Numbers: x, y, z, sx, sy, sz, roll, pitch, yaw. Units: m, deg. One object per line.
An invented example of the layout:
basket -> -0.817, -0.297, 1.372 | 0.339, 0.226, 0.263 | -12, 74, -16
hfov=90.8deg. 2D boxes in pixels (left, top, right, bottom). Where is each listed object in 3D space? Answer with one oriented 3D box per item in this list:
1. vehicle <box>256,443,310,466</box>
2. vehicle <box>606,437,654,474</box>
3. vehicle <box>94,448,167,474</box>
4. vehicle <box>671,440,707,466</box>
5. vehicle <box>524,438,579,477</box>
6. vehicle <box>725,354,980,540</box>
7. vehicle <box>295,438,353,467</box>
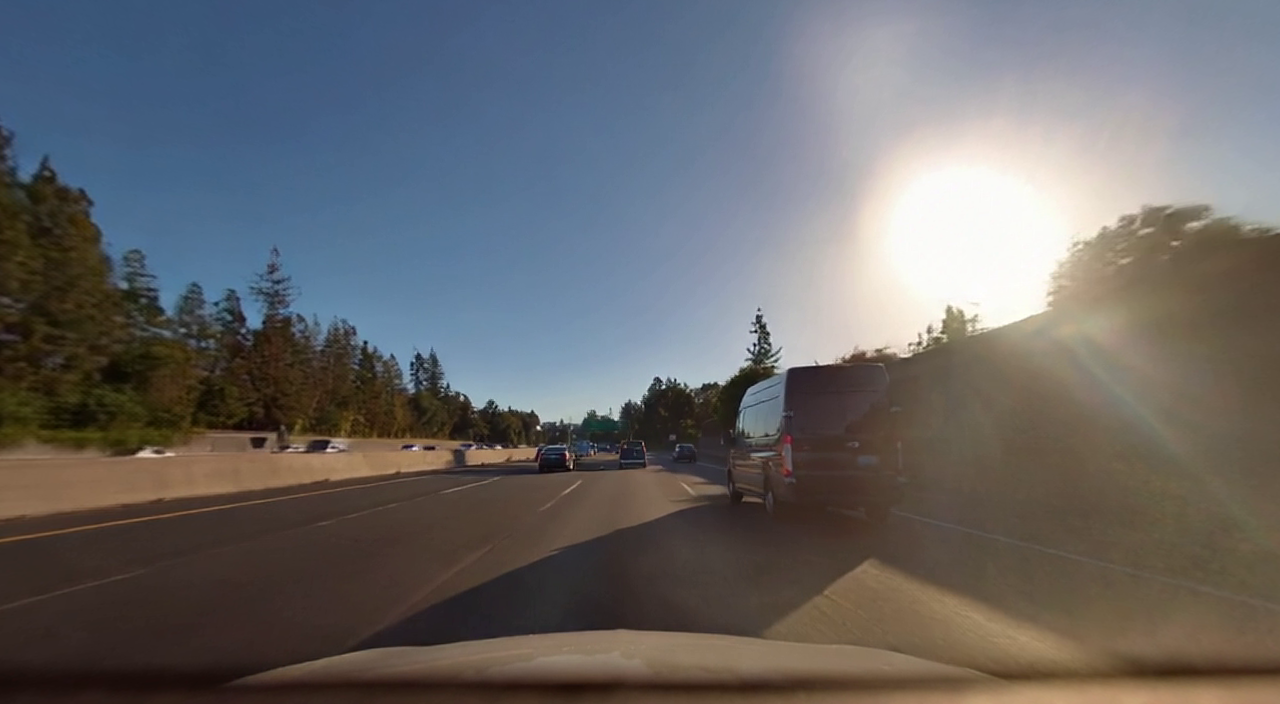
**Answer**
vehicle -> -24.974, 7.171, 44.308 | 1.824, 1.511, 3.484 | 0, -8, -1
vehicle -> -0.523, 5.329, 32.727 | 2.297, 1.783, 4.355 | 0, -8, -1
vehicle -> -29.048, 6.181, 36.137 | 1.440, 1.397, 3.257 | 0, -9, -1
vehicle -> 3.458, 7.253, 45.521 | 2.160, 1.759, 4.214 | 0, -8, -2
vehicle -> -4.194, 5.082, 30.639 | 2.023, 1.709, 4.263 | 0, -8, 0
vehicle -> 3.535, 1.845, 12.539 | 2.631, 2.709, 6.496 | 0, -8, -1
vehicle -> -17.760, 5.651, 35.648 | 1.520, 1.495, 3.354 | 0, -8, 0
